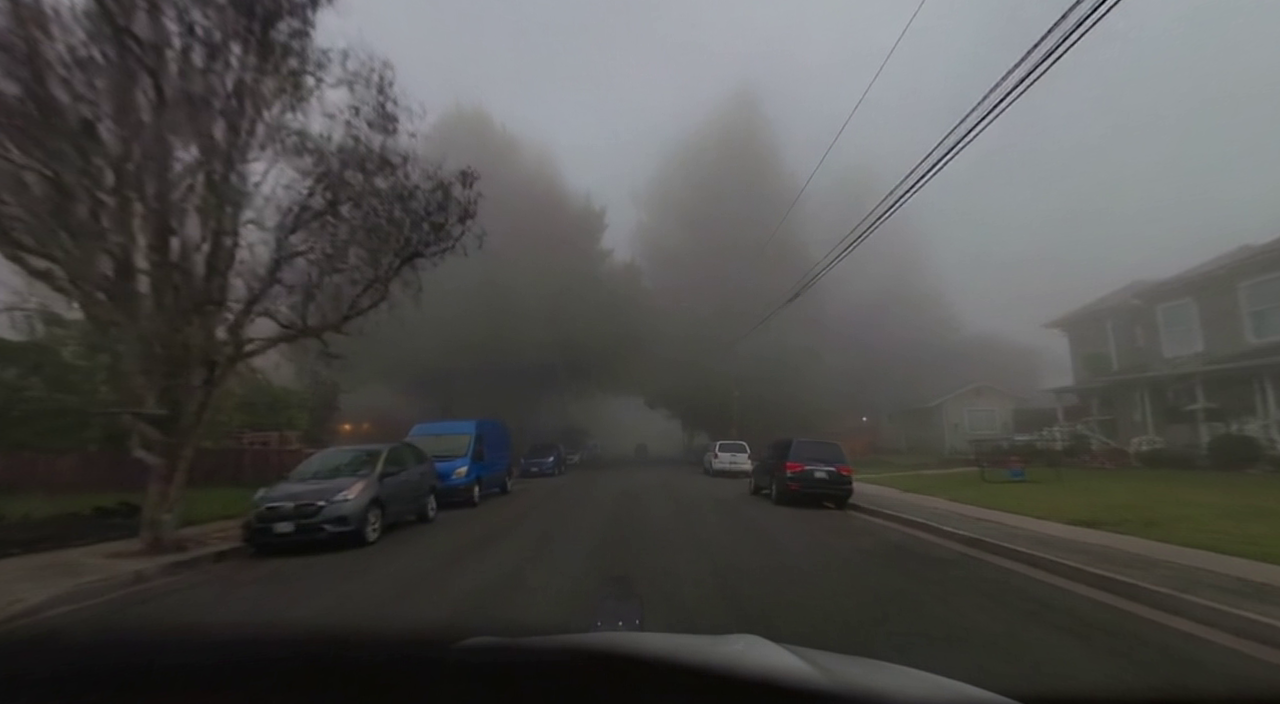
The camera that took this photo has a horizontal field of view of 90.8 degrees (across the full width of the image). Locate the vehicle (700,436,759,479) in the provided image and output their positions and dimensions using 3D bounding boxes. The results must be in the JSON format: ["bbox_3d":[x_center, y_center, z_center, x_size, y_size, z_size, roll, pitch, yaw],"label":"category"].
[{"bbox_3d":[4.008,4.822,29.119,2.173,1.806,4.701,0,-8,2],"label":"vehicle"}]

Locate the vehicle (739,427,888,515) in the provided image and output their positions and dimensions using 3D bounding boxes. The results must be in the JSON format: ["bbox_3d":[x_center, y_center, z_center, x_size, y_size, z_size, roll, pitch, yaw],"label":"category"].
[{"bbox_3d":[4.122,2.937,16.280,2.152,1.810,5.846,0,-8,0],"label":"vehicle"}]

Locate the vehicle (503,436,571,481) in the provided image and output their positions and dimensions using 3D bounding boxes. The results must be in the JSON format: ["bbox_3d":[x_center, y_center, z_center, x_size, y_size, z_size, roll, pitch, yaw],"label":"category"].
[{"bbox_3d":[-4.324,4.541,27.135,2.157,1.736,4.104,-1,-9,1],"label":"vehicle"}]

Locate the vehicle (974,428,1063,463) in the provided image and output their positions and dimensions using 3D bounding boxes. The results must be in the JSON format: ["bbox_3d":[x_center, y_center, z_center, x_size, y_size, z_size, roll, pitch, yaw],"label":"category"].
[{"bbox_3d":[19.380,4.819,32.562,2.086,1.658,4.154,0,-9,2],"label":"vehicle"}]

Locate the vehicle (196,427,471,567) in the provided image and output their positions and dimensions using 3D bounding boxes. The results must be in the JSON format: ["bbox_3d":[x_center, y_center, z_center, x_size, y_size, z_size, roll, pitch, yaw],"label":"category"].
[{"bbox_3d":[-4.540,2.140,10.441,2.116,1.659,4.832,-3,-7,1],"label":"vehicle"}]
